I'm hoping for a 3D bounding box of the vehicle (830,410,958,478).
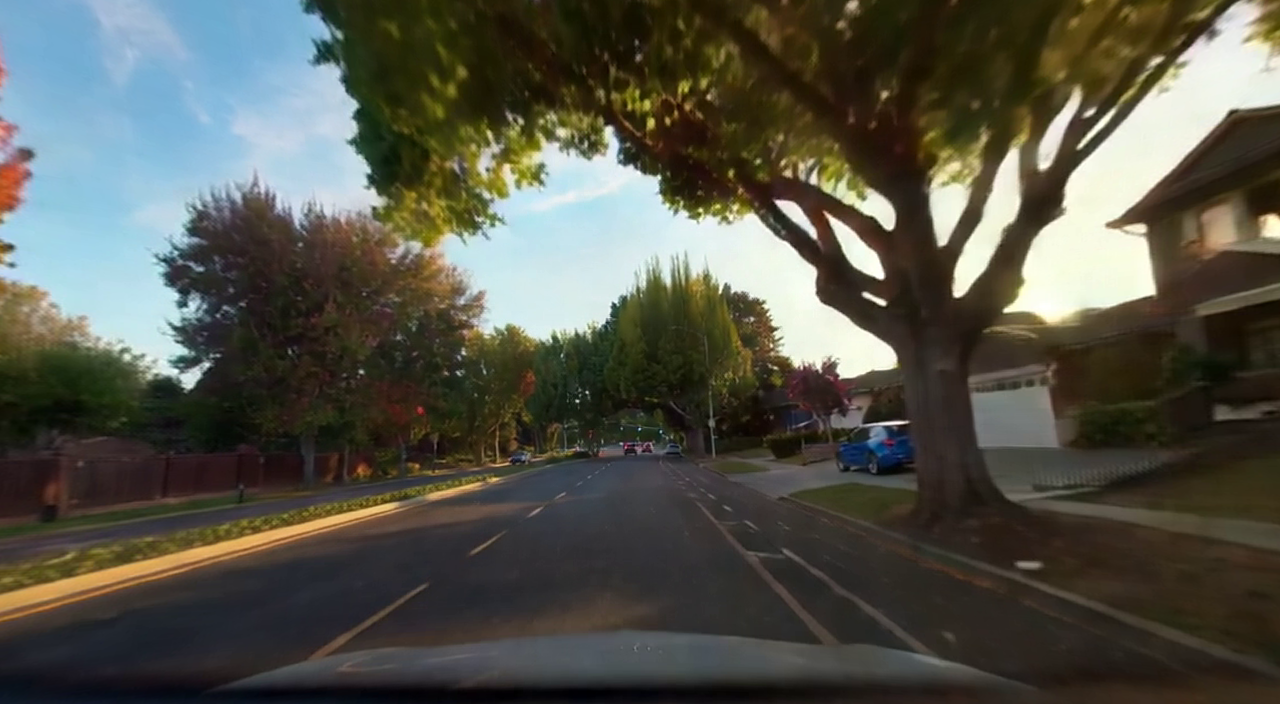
[{"bbox_3d":[8.203,3.102,21.040,2.051,1.801,4.785,-5,-9,-2],"label":"vehicle"}]
